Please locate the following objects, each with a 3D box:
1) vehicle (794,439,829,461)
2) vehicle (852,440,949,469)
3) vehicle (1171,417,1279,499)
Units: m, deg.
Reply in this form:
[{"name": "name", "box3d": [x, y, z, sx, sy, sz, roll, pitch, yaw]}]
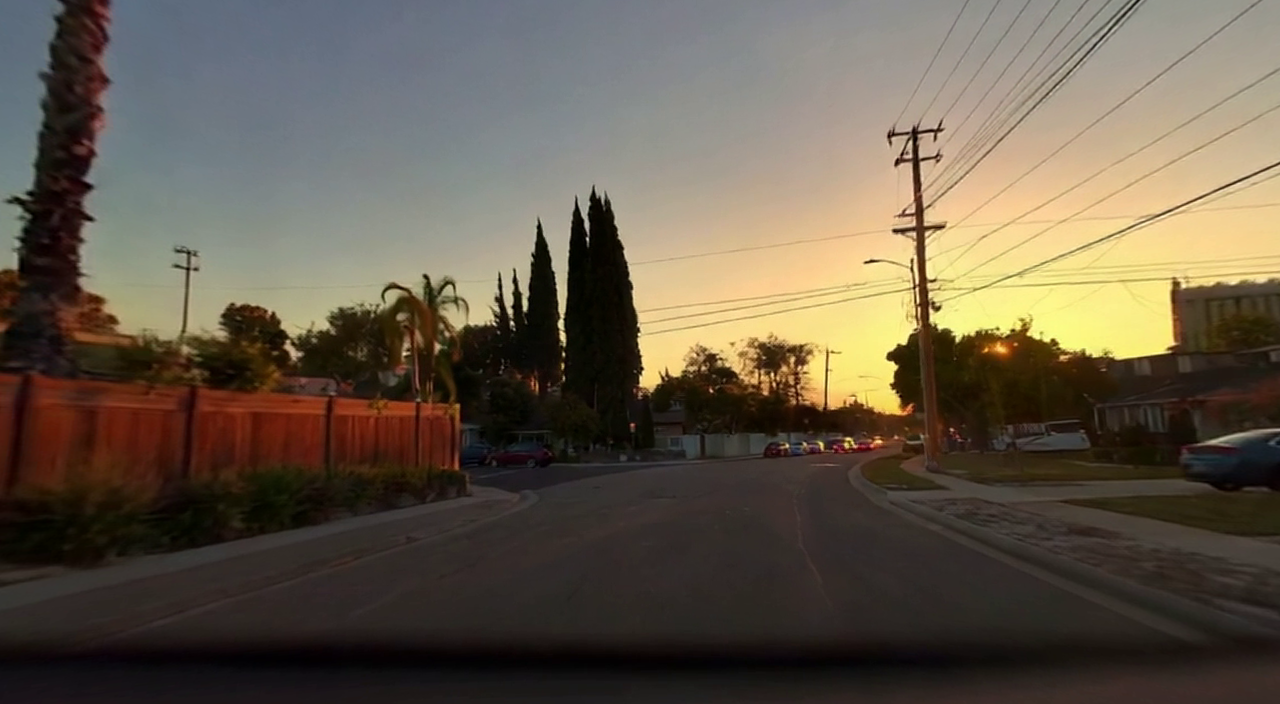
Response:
[{"name": "vehicle", "box3d": [13.425, 7.658, 49.249, 1.955, 1.632, 3.688, -4, -10, 25]}, {"name": "vehicle", "box3d": [13.596, 5.399, 33.203, 4.531, 1.447, 1.814, -3, -10, 19]}, {"name": "vehicle", "box3d": [13.847, 2.079, 12.514, 4.641, 1.498, 2.001, -1, -9, 6]}]
